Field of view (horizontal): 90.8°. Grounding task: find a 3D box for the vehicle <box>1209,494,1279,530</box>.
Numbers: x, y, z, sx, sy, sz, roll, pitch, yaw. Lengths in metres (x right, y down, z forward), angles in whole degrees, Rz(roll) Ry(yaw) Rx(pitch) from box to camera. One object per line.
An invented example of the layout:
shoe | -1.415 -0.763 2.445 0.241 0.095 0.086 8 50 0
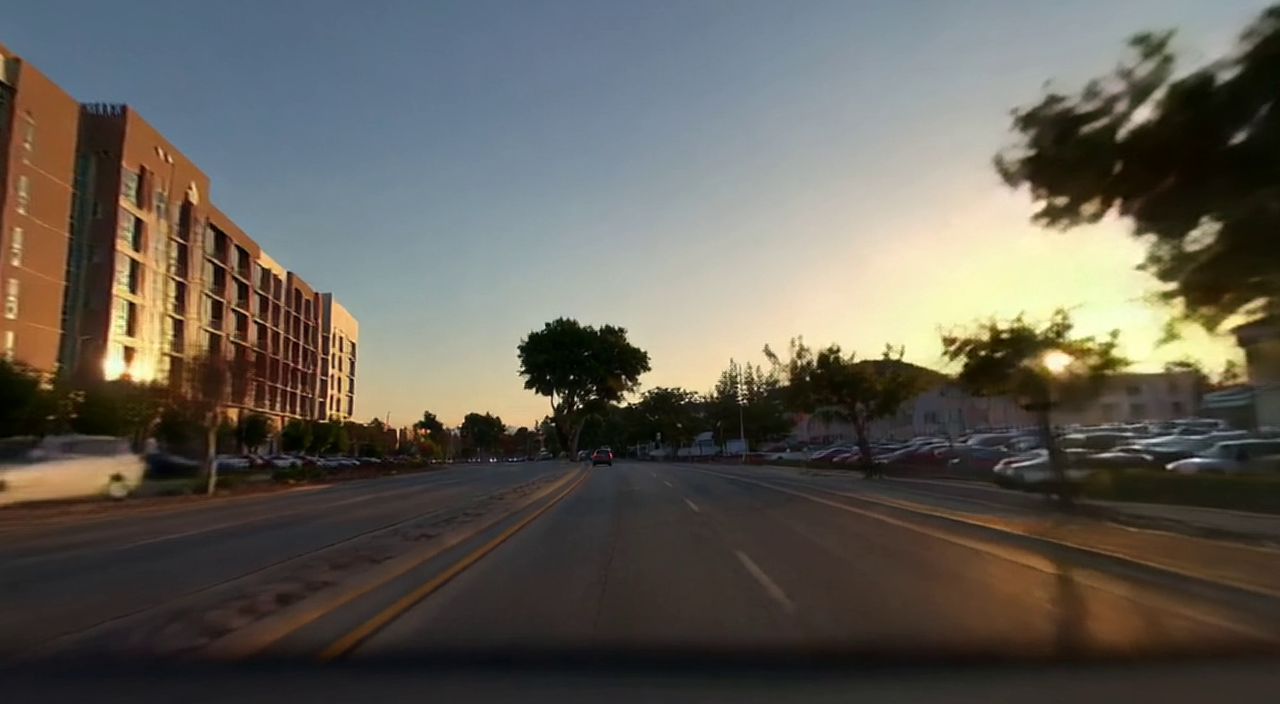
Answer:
vehicle | 33.768 8.490 33.574 4.822 1.656 2.035 0 -9 5

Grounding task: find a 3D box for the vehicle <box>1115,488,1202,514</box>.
vehicle | 34.198 9.818 41.764 3.968 1.517 1.867 0 -10 5

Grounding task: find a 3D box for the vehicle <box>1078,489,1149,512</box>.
vehicle | 35.208 11.044 47.070 3.738 1.499 1.843 0 -9 4

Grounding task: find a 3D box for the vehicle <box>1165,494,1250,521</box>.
vehicle | 34.741 9.521 38.732 3.528 1.442 1.620 0 -8 1
